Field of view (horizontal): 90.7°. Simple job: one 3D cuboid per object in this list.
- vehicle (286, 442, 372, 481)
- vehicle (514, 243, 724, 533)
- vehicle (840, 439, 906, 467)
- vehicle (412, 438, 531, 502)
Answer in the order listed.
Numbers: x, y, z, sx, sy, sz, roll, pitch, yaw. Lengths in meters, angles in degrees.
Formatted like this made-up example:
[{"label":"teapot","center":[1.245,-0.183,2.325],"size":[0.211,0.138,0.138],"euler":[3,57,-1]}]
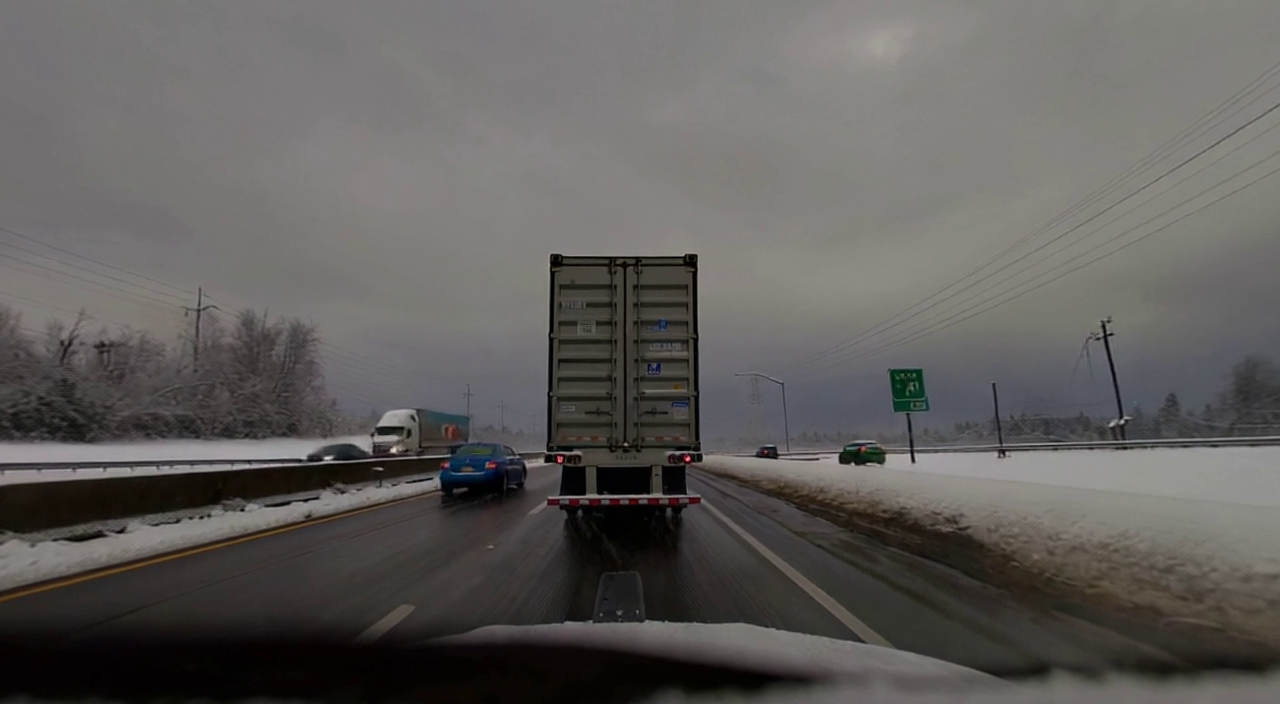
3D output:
[{"label":"vehicle","center":[-12.708,4.478,26.093],"size":[1.735,1.440,3.601],"euler":[0,-9,0]},{"label":"vehicle","center":[-0.324,1.336,14.849],"size":[2.841,4.071,12.046],"euler":[0,-9,0]},{"label":"vehicle","center":[13.436,5.854,36.799],"size":[2.020,1.546,4.336],"euler":[0,-9,-2]},{"label":"vehicle","center":[-4.370,3.140,17.235],"size":[1.993,1.475,4.540],"euler":[-1,-9,0]}]
